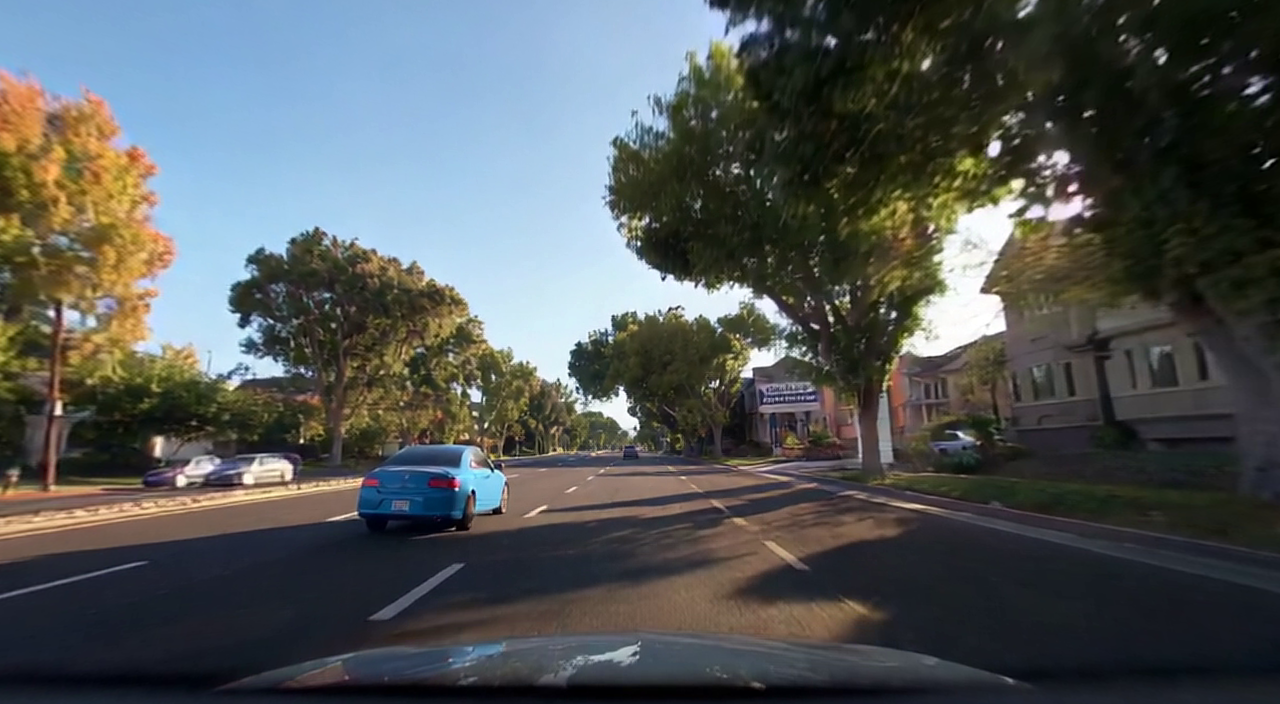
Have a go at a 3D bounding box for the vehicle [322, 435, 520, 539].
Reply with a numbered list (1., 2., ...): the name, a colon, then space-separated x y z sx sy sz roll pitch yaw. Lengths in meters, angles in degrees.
1. vehicle: -3.547 2.250 11.212 2.005 1.477 4.169 0 -8 0

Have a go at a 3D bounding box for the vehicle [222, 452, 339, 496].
1. vehicle: -12.698 4.292 22.637 1.855 1.373 3.917 0 -8 0

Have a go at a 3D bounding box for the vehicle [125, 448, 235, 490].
1. vehicle: -22.893 5.820 31.736 1.986 1.897 4.636 0 -8 0
